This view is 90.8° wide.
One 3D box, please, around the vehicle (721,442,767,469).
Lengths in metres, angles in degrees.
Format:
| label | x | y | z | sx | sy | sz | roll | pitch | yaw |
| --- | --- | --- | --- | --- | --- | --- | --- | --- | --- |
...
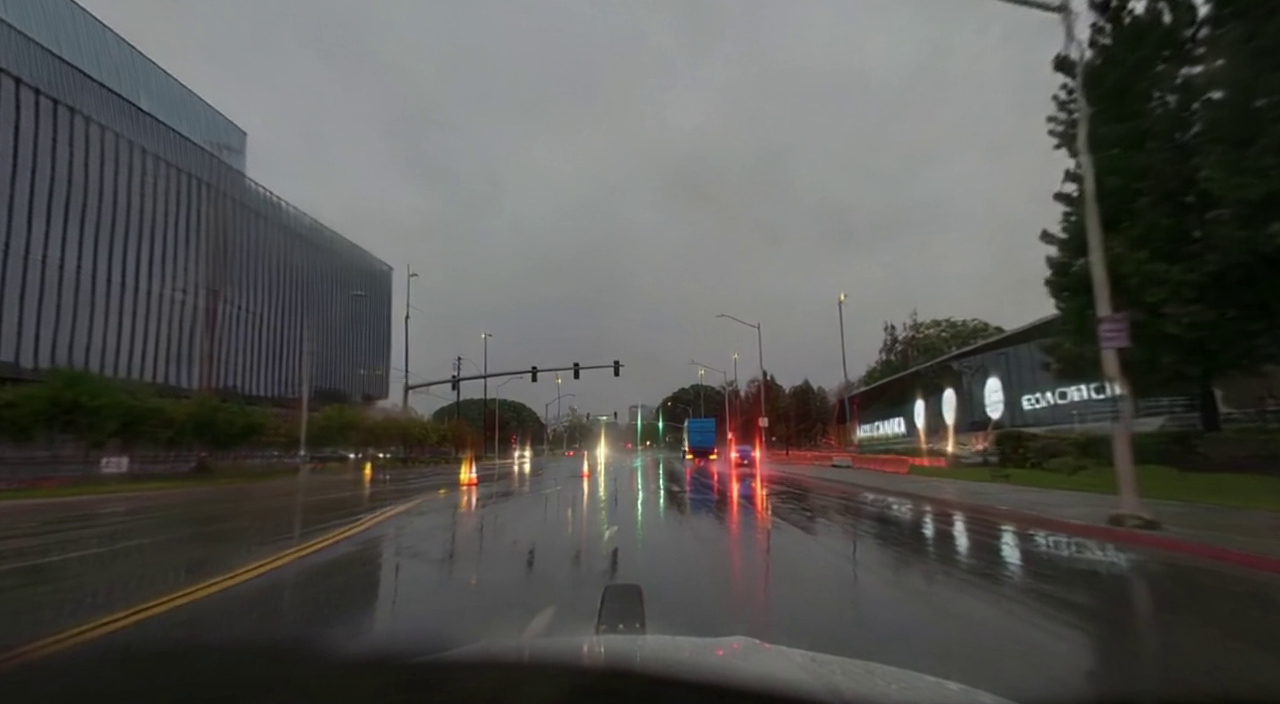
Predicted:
| label | x | y | z | sx | sy | sz | roll | pitch | yaw |
| --- | --- | --- | --- | --- | --- | --- | --- | --- | --- |
| vehicle | 6.464 | 6.472 | 39.735 | 2.098 | 1.619 | 4.433 | 0 | -8 | -1 |
